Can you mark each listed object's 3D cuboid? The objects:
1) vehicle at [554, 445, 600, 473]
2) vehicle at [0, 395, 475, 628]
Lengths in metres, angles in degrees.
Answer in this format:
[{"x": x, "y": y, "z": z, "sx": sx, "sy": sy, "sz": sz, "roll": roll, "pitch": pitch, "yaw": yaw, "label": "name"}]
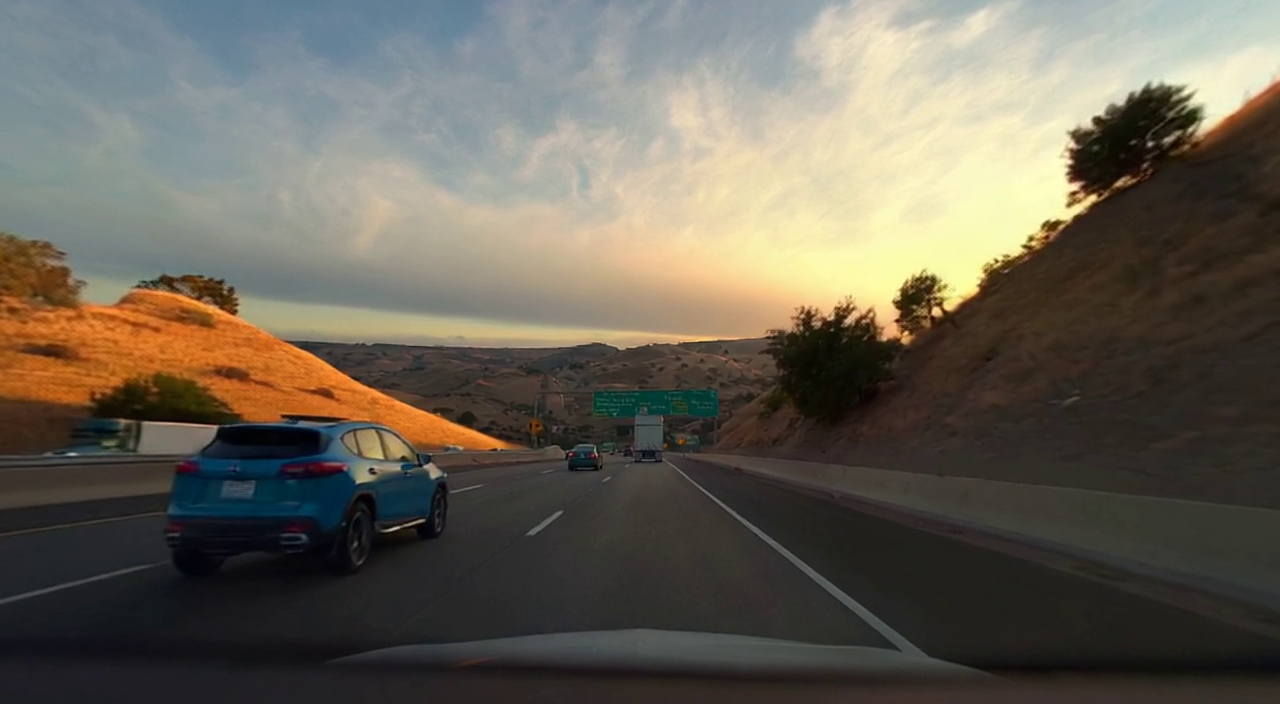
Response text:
[{"x": -3.563, "y": 6.157, "z": 36.377, "sx": 2.101, "sy": 1.476, "sz": 4.471, "roll": 0, "pitch": -9, "yaw": 1, "label": "vehicle"}, {"x": -3.657, "y": 1.553, "z": 7.156, "sx": 2.194, "sy": 1.725, "sz": 4.698, "roll": 0, "pitch": -9, "yaw": 1, "label": "vehicle"}]
